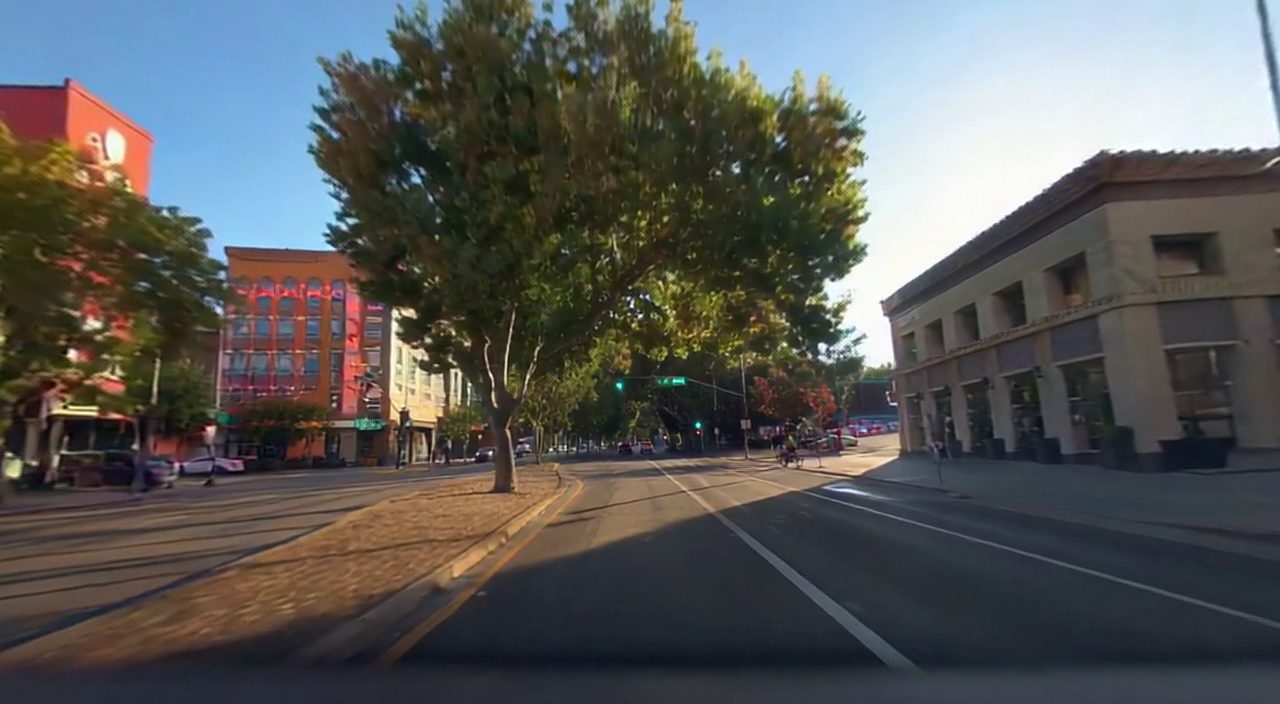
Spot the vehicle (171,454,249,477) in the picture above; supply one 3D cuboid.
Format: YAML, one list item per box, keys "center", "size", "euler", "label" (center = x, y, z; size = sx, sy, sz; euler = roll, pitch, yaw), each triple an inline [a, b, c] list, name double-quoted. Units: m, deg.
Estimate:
- center: [-32.161, 8.482, 47.287]
  size: [4.486, 1.614, 1.950]
  euler: [-1, -9, 4]
  label: "vehicle"

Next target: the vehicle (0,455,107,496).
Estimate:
- center: [-24.131, 4.860, 25.021]
  size: [4.213, 1.493, 1.875]
  euler: [0, -9, -1]
  label: "vehicle"
